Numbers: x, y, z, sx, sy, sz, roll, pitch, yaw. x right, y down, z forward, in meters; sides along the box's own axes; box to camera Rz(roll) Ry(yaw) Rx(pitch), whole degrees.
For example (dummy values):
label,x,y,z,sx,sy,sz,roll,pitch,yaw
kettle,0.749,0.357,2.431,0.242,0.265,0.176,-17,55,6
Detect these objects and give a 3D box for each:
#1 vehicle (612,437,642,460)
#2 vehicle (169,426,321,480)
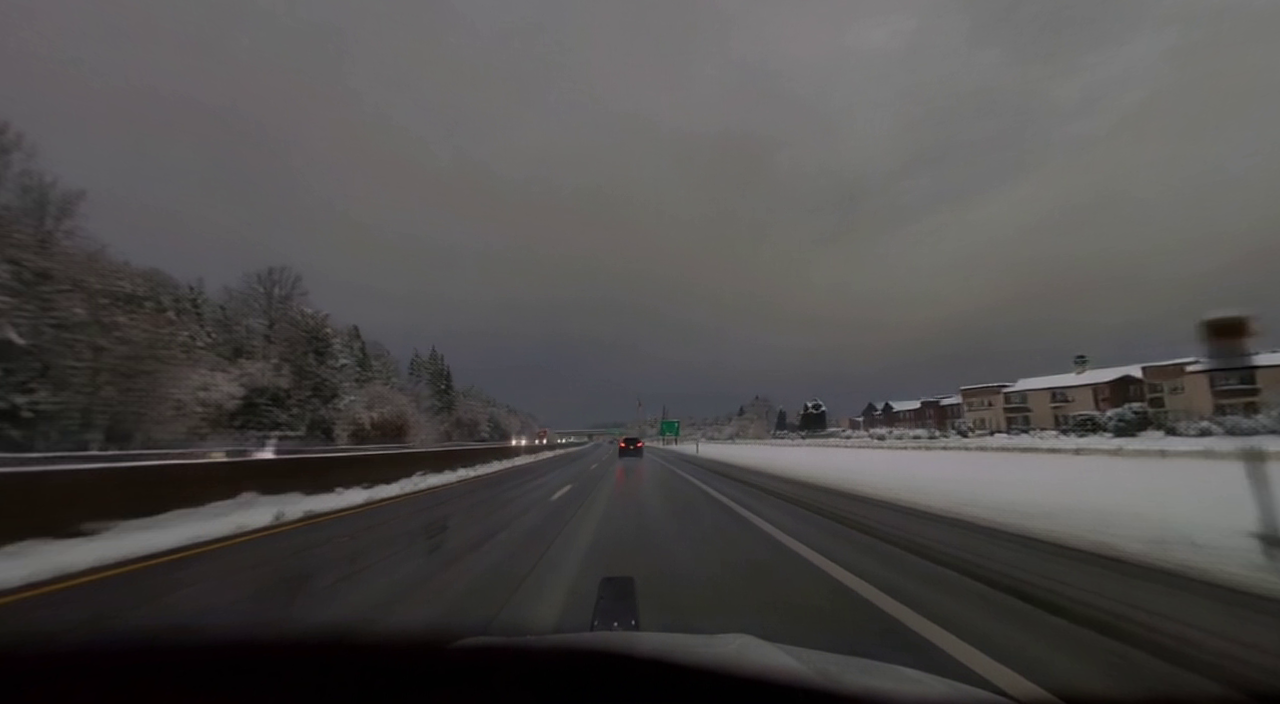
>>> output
label,x,y,z,sx,sy,sz,roll,pitch,yaw
vehicle,-0.967,6.883,45.066,2.099,1.504,3.843,0,-8,-2
vehicle,-12.384,3.193,20.209,1.901,1.507,4.711,0,-8,-1
